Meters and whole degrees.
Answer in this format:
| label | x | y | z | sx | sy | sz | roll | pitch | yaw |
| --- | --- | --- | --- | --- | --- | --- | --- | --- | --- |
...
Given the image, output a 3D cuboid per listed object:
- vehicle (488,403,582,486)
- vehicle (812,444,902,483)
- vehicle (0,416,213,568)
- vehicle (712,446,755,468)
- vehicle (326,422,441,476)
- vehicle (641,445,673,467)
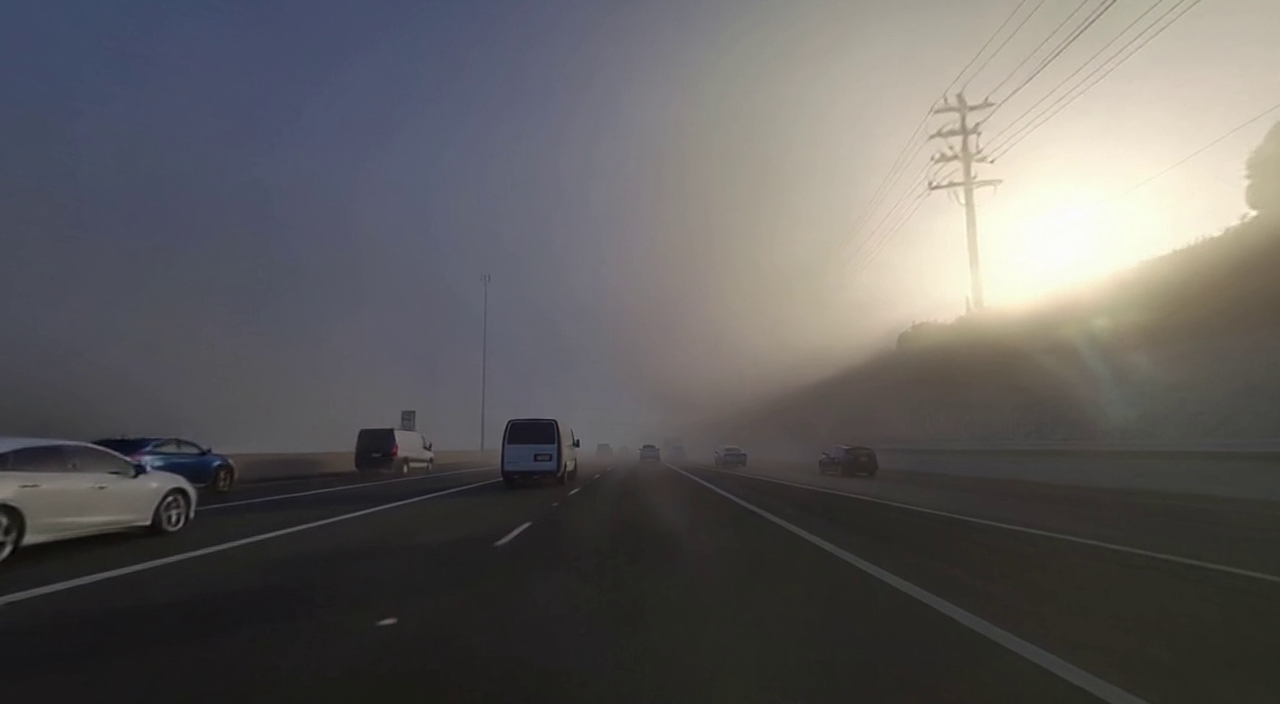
| label | x | y | z | sx | sy | sz | roll | pitch | yaw |
| --- | --- | --- | --- | --- | --- | --- | --- | --- | --- |
| vehicle | -3.658 | 3.438 | 23.313 | 2.395 | 2.660 | 5.827 | 0 | -9 | 1 |
| vehicle | 9.007 | 4.660 | 26.592 | 2.052 | 1.470 | 4.364 | 0 | -9 | -3 |
| vehicle | -7.484 | 1.564 | 7.281 | 1.967 | 1.525 | 4.458 | 0 | -9 | 0 |
| vehicle | 6.611 | 7.500 | 45.106 | 2.095 | 1.504 | 4.536 | 0 | -9 | -4 |
| vehicle | -11.379 | 4.402 | 28.630 | 2.596 | 2.162 | 6.328 | 0 | -9 | 0 |
| vehicle | 1.173 | 7.477 | 45.394 | 2.084 | 1.492 | 4.137 | 0 | -9 | -1 |
